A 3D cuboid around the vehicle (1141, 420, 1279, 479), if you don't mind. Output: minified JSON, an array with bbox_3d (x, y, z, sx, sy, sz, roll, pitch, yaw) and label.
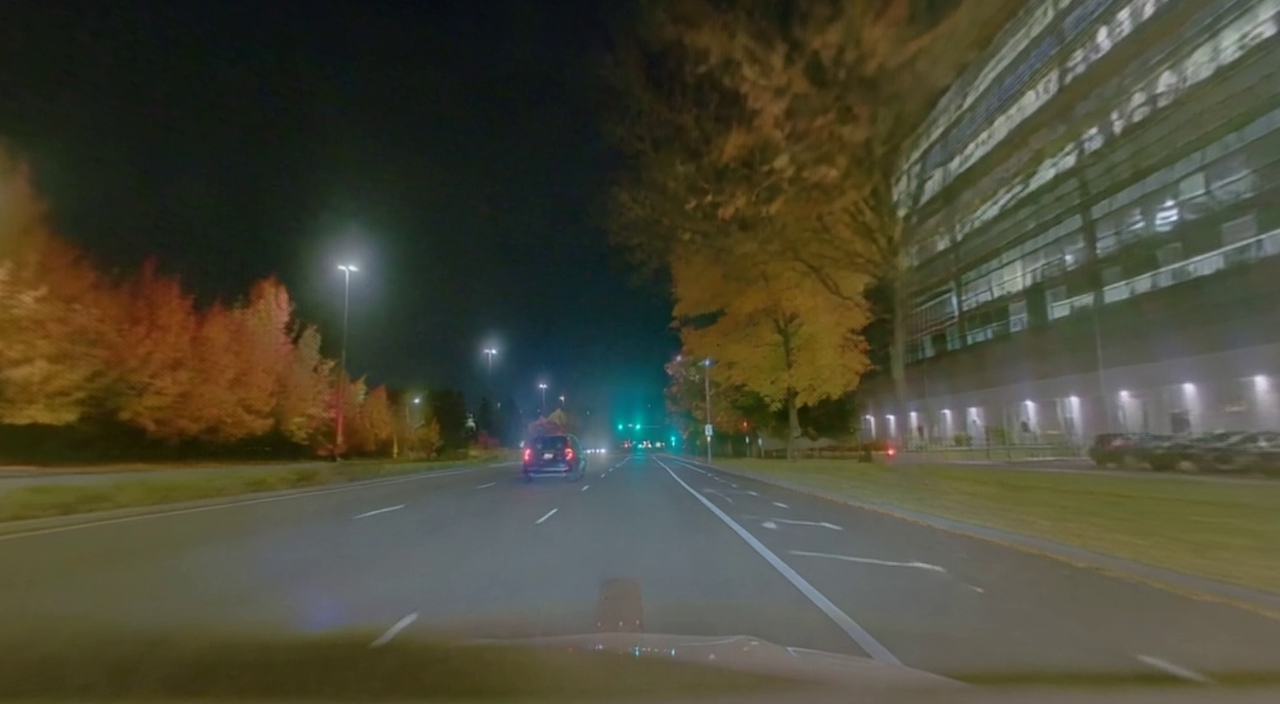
[{"bbox_3d":[18.496,3.020,19.490,4.195,1.694,1.996,0,-9,0],"label":"vehicle"}]

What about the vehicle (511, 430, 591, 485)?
[{"bbox_3d":[-3.117,3.834,23.100,2.112,1.779,4.489,0,-9,2],"label":"vehicle"}]
